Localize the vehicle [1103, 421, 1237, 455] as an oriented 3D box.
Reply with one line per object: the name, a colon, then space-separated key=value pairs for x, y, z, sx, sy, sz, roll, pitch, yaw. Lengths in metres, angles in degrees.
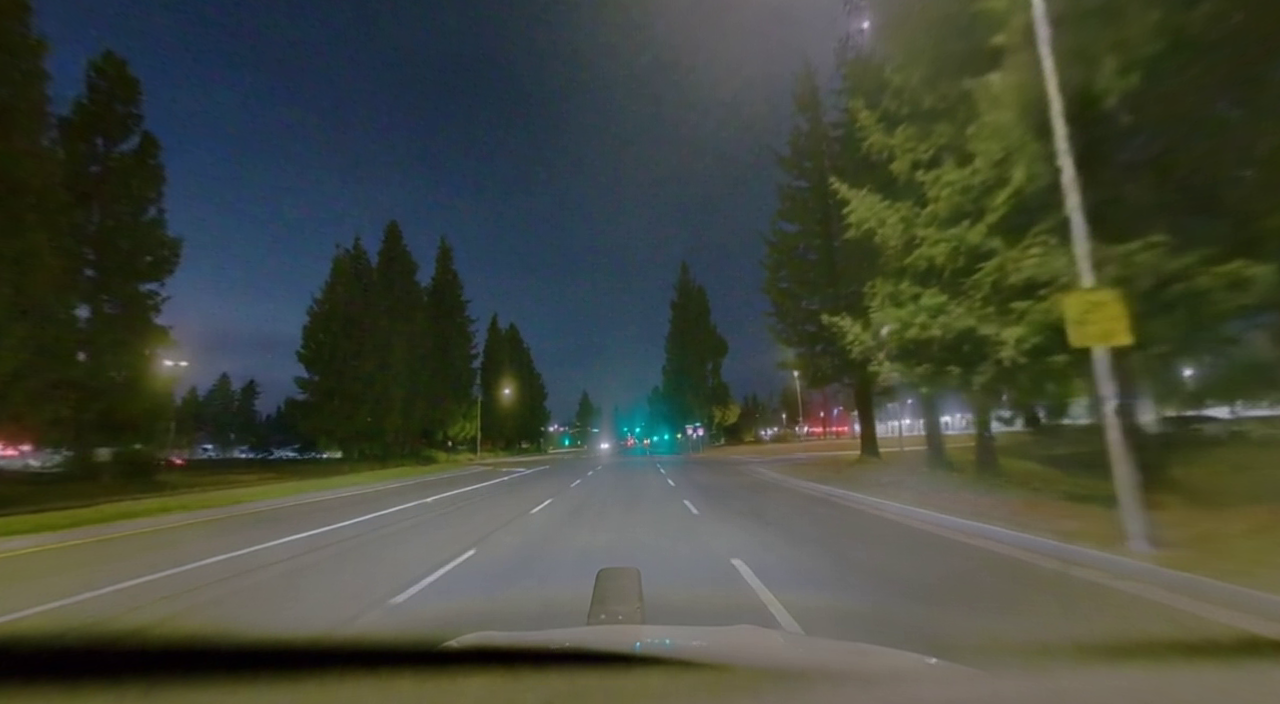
vehicle: x=24.870 y=4.126 z=29.860 sx=1.907 sy=1.444 sz=5.150 roll=0 pitch=-8 yaw=1
